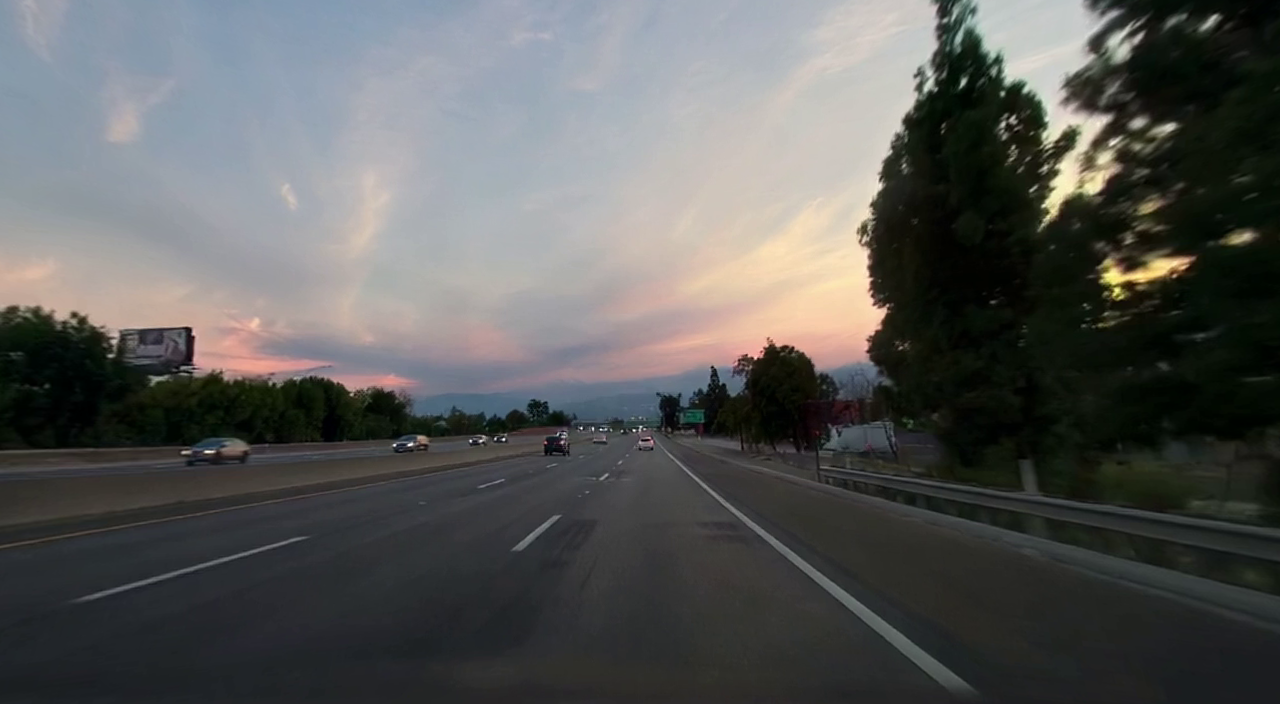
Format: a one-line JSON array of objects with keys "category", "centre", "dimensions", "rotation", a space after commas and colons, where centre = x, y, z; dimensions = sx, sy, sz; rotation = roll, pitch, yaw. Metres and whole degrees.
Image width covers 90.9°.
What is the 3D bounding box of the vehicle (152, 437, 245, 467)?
[{"category": "vehicle", "centre": [-22.146, 5.016, 31.817], "dimensions": [1.860, 1.421, 3.805], "rotation": [0, -8, 1]}]
